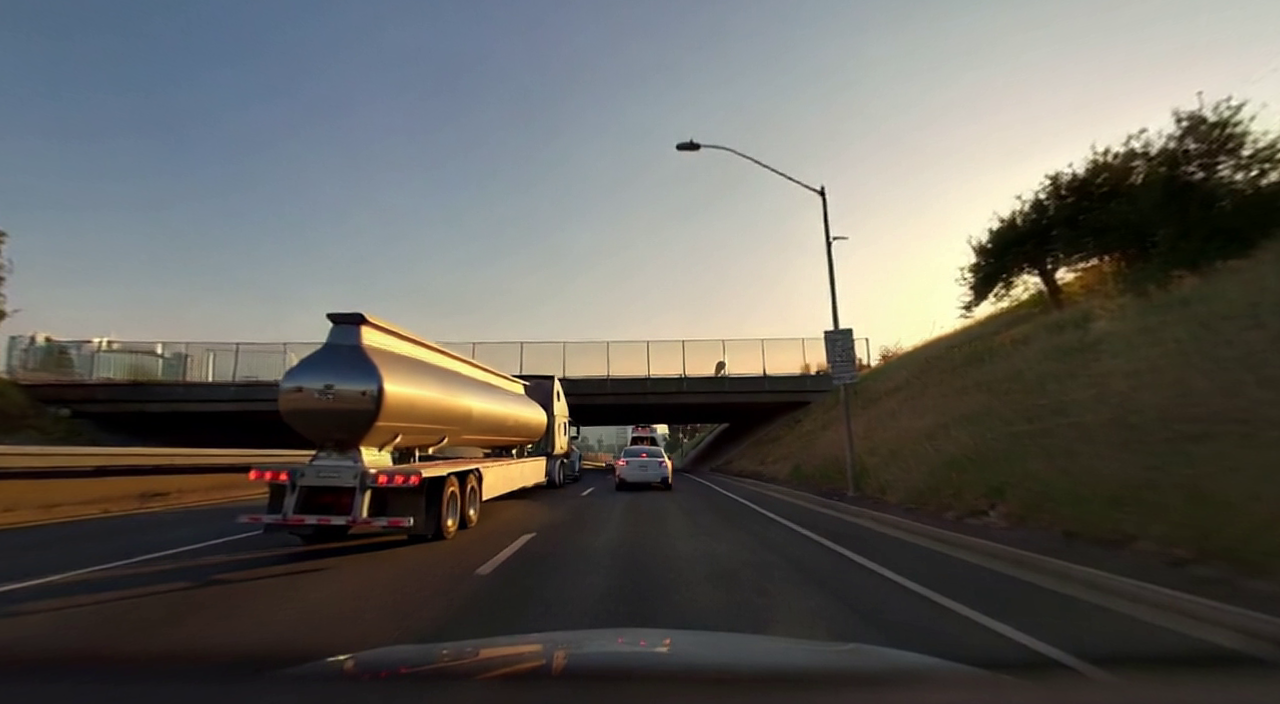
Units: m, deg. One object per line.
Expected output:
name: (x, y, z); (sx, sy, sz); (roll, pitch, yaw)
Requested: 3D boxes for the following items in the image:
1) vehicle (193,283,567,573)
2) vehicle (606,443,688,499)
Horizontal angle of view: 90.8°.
vehicle: (-3.988, 1.941, 15.092); (2.896, 3.563, 14.643); (0, -8, -1)
vehicle: (0.178, 3.515, 19.202); (2.215, 1.481, 4.246); (0, -8, 0)
